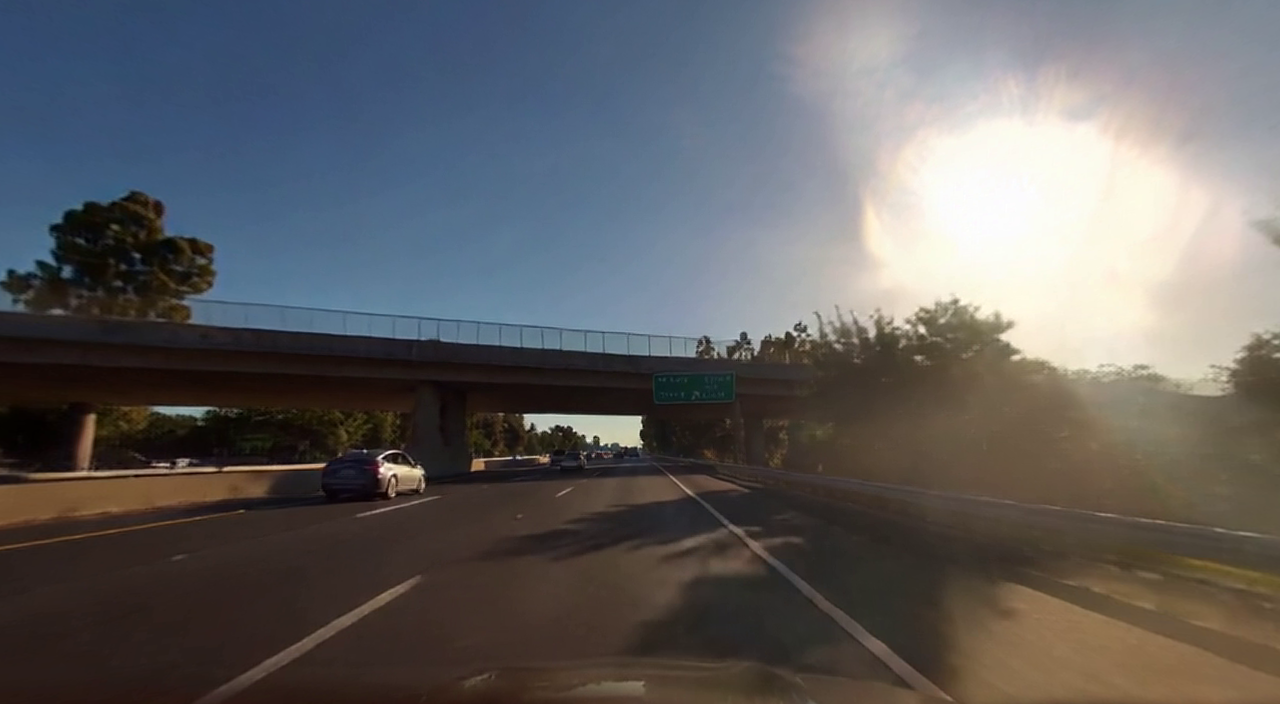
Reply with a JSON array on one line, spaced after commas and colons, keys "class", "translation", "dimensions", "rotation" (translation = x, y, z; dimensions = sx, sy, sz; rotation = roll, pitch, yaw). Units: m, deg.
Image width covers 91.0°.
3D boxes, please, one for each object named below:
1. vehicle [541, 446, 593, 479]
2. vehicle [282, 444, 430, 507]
[{"class": "vehicle", "translation": [-3.801, 5.856, 33.639], "dimensions": [2.102, 1.571, 4.666], "rotation": [0, -9, 1]}, {"class": "vehicle", "translation": [-7.746, 3.393, 17.805], "dimensions": [2.002, 1.507, 4.631], "rotation": [0, -9, 0]}]
